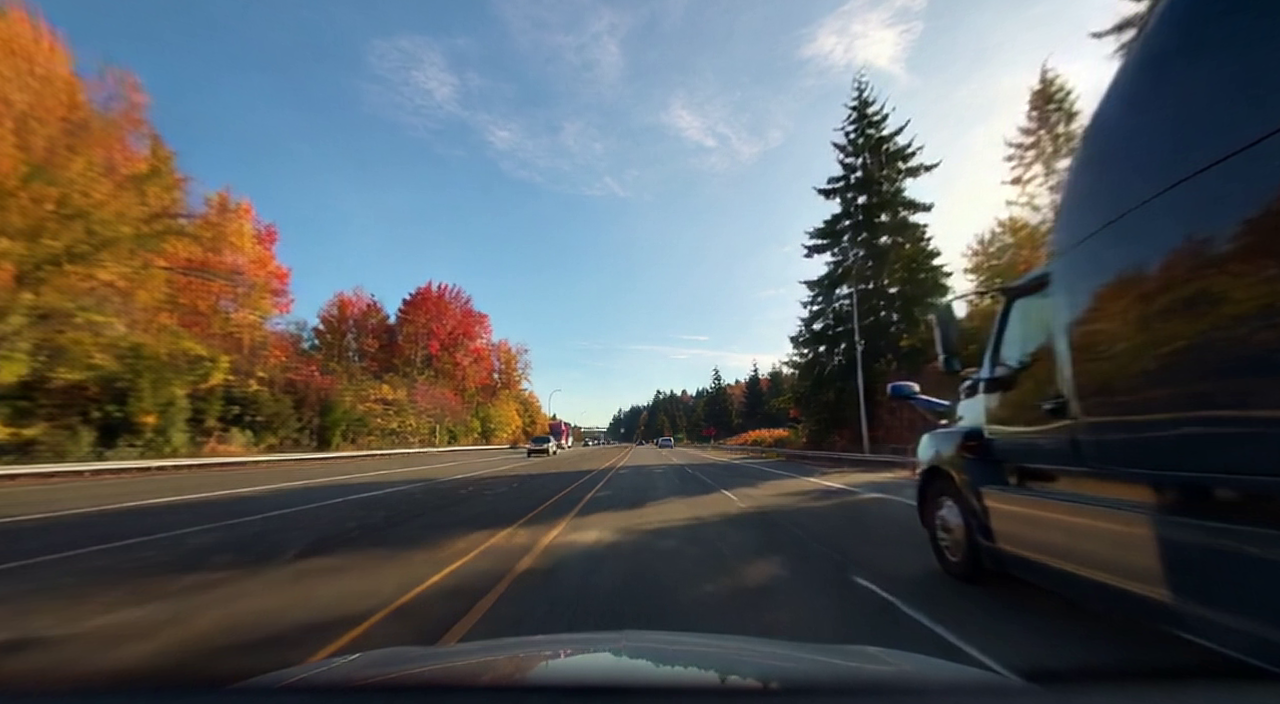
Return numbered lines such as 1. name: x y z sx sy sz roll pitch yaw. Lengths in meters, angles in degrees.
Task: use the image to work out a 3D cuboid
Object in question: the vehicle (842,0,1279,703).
1. vehicle: 4.025 -0.089 4.236 3.057 4.041 6.788 0 -8 1
